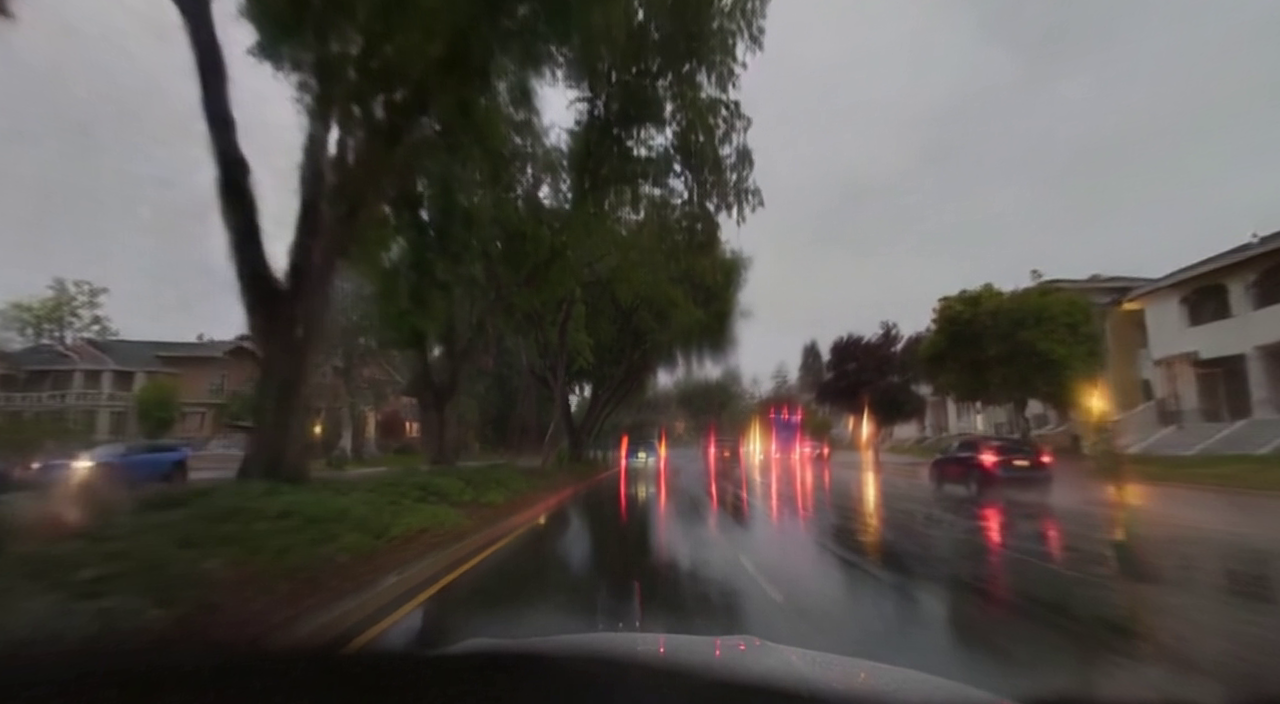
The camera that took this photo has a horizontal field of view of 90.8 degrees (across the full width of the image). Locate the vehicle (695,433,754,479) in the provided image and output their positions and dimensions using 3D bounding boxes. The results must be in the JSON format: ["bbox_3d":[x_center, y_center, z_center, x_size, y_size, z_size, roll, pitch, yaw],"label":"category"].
[{"bbox_3d":[3.588,4.529,27.698,2.033,1.823,4.409,0,-9,1],"label":"vehicle"}]

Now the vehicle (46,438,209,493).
[{"bbox_3d":[-18.719,4.135,23.459,2.175,1.819,4.703,0,-8,-3],"label":"vehicle"}]

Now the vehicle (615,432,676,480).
[{"bbox_3d":[0.314,4.389,26.882,2.345,1.841,5.032,0,-9,2],"label":"vehicle"}]

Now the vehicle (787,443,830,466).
[{"bbox_3d":[11.618,7.092,43.872,1.901,1.496,4.948,-1,-9,4],"label":"vehicle"}]

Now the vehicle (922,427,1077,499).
[{"bbox_3d":[10.355,3.231,18.729,1.938,1.860,4.690,0,-9,2],"label":"vehicle"}]
